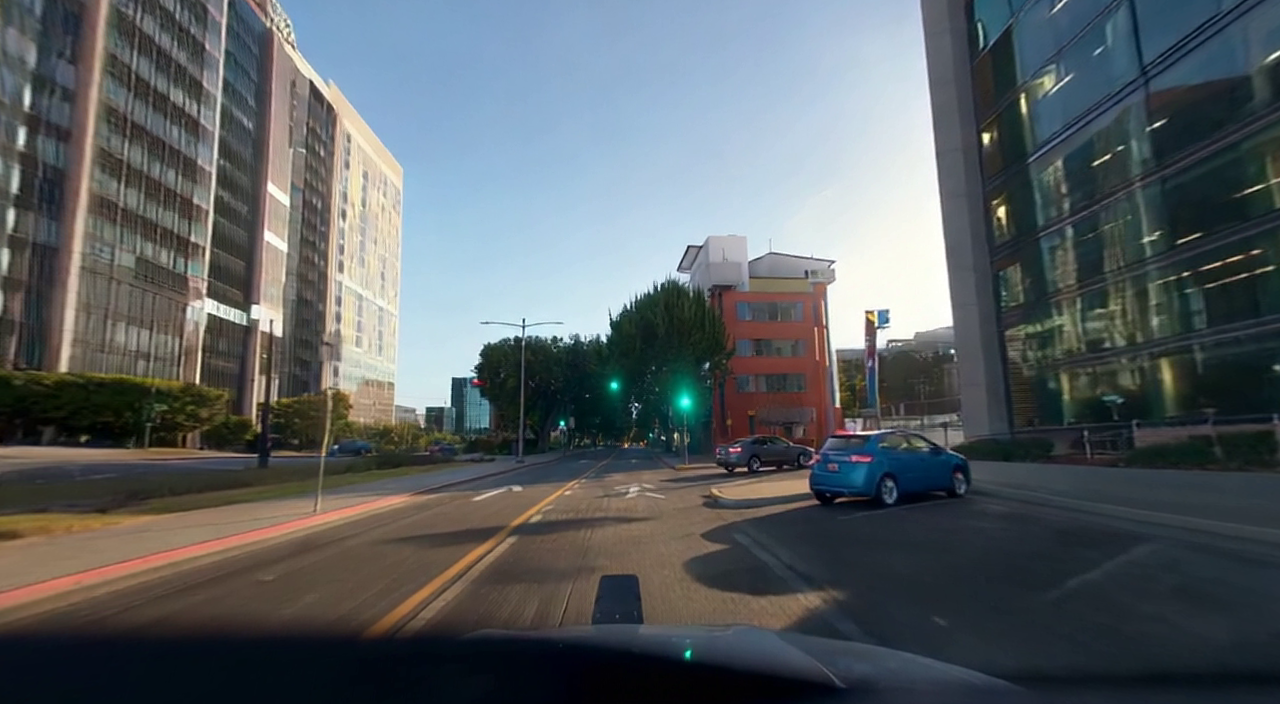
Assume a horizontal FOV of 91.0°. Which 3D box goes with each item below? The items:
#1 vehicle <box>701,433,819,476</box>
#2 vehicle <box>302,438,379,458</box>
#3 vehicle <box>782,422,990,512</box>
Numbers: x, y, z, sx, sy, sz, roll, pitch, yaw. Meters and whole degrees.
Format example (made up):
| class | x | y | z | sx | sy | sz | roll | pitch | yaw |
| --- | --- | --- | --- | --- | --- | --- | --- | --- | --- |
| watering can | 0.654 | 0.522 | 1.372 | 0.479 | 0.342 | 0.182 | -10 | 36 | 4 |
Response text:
| class | x | y | z | sx | sy | sz | roll | pitch | yaw |
| --- | --- | --- | --- | --- | --- | --- | --- | --- | --- |
| vehicle | 4.610 | 3.889 | 24.247 | 4.033 | 1.514 | 1.974 | 3 | -9 | -24 |
| vehicle | -19.612 | 6.294 | 41.464 | 2.660 | 1.211 | 4.739 | -1 | -8 | 2 |
| vehicle | 4.926 | 2.194 | 12.542 | 3.844 | 1.524 | 1.847 | 4 | -9 | -32 |
